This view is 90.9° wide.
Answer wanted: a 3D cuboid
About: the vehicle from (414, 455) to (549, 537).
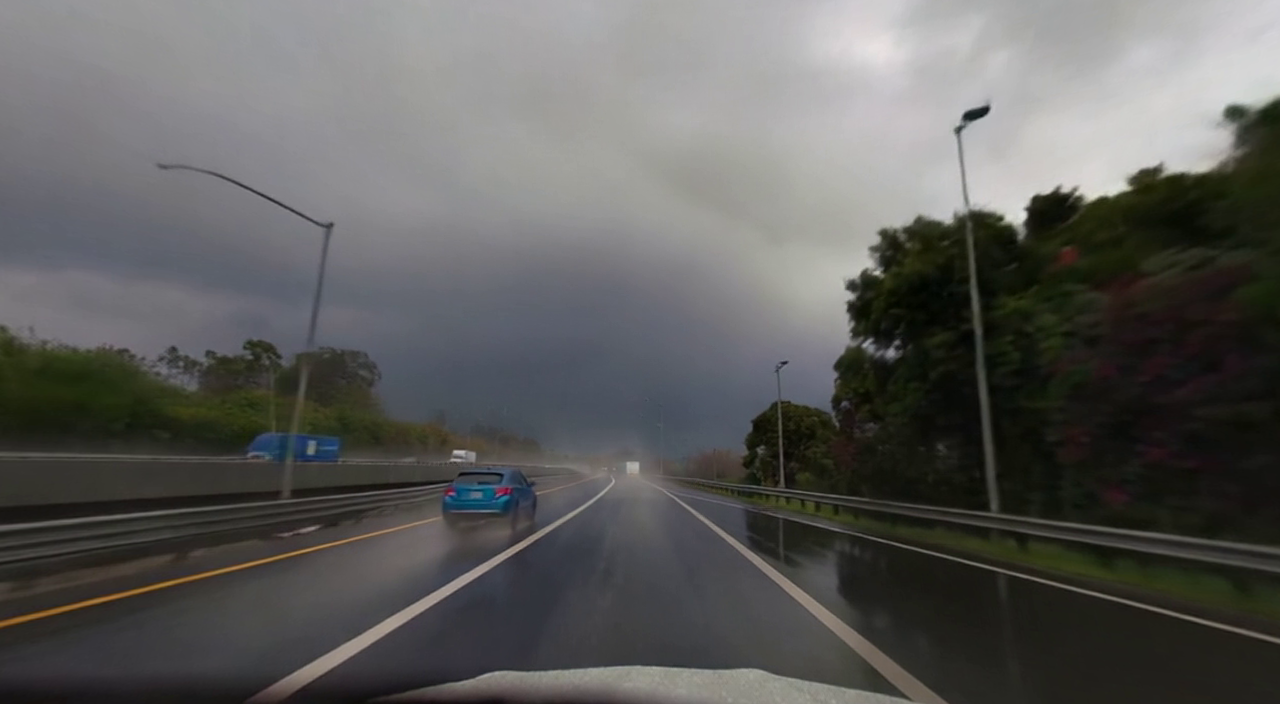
[{"bbox_3d":[-3.436,3.239,14.625,1.967,1.556,4.364,1,-10,0],"label":"vehicle"}]
